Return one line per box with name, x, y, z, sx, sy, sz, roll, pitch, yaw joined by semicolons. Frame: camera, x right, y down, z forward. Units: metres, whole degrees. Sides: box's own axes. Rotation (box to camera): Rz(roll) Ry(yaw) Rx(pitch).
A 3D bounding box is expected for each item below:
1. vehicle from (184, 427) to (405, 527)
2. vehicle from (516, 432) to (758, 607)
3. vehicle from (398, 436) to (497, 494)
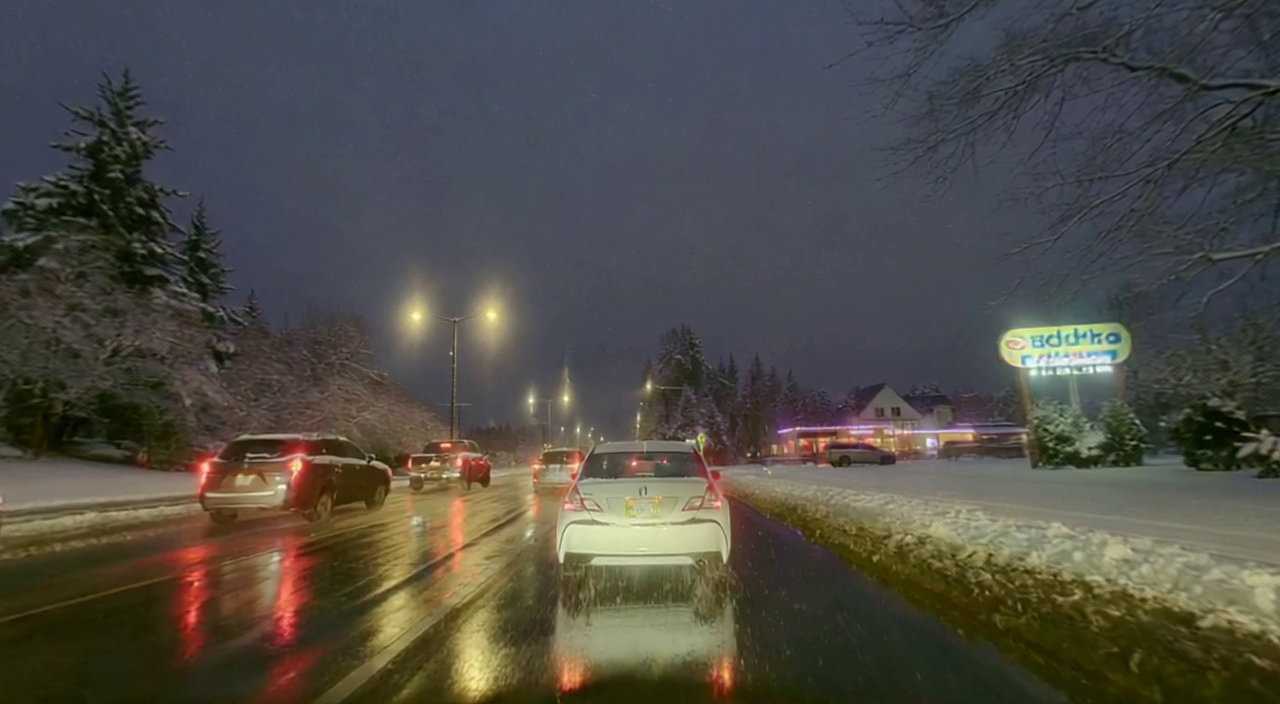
vehicle;-6.998;2.564;13.502;2.032;1.767;4.549;0;-9;2
vehicle;0.011;1.751;7.493;2.091;1.494;3.962;0;-9;1
vehicle;-6.897;4.097;23.146;2.130;1.900;4.470;0;-9;1
